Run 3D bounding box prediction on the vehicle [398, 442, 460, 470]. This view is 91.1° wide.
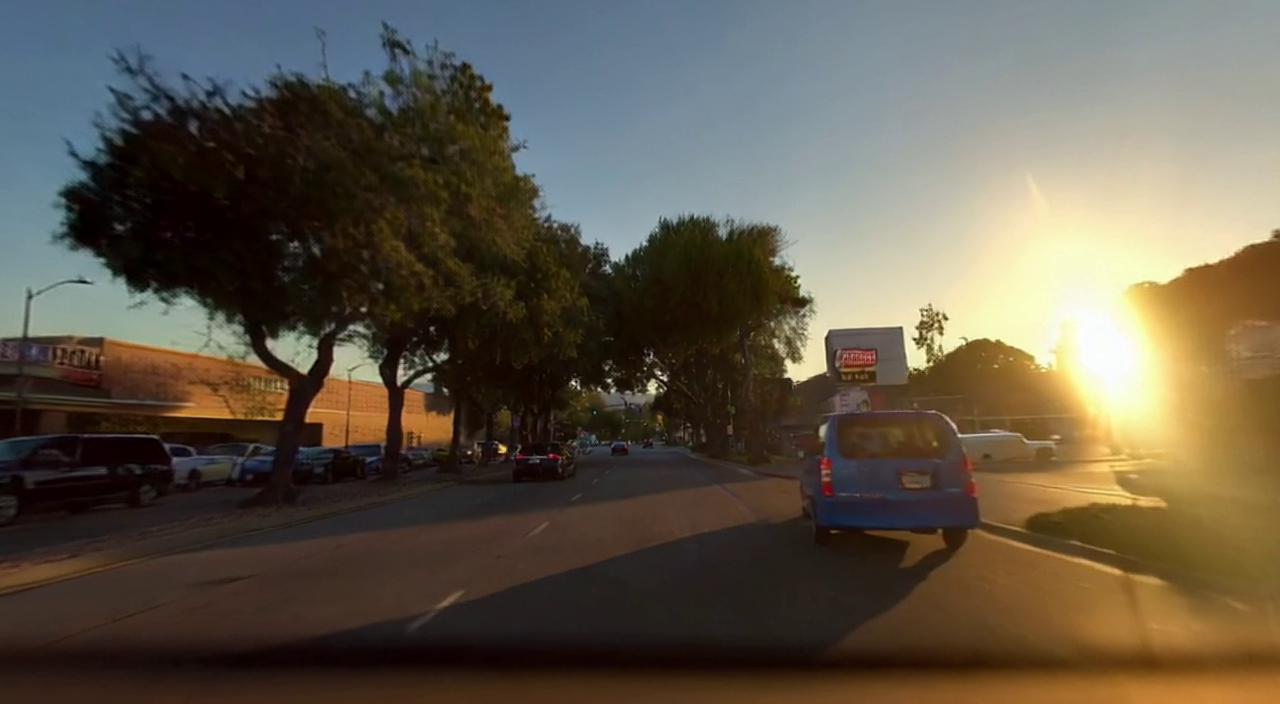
[{"bbox_3d":[-11.788,5.809,35.357,1.948,1.453,4.431,0,-8,0],"label":"vehicle"}]

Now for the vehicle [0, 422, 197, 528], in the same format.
[{"bbox_3d":[-11.997,2.438,12.922,2.117,1.787,4.917,0,-8,0],"label":"vehicle"}]

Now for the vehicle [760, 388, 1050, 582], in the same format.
[{"bbox_3d":[2.898,1.575,8.218,2.293,1.779,4.457,-1,-8,7],"label":"vehicle"}]

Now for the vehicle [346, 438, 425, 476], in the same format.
[{"bbox_3d":[-11.677,4.834,29.087,1.852,1.621,4.166,0,-8,1],"label":"vehicle"}]

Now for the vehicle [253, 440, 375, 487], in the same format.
[{"bbox_3d":[-11.576,3.966,22.686,1.959,1.488,4.390,0,-8,1],"label":"vehicle"}]

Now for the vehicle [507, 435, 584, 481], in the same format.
[{"bbox_3d":[-3.283,3.779,22.618,1.966,1.481,4.385,0,-8,2],"label":"vehicle"}]
